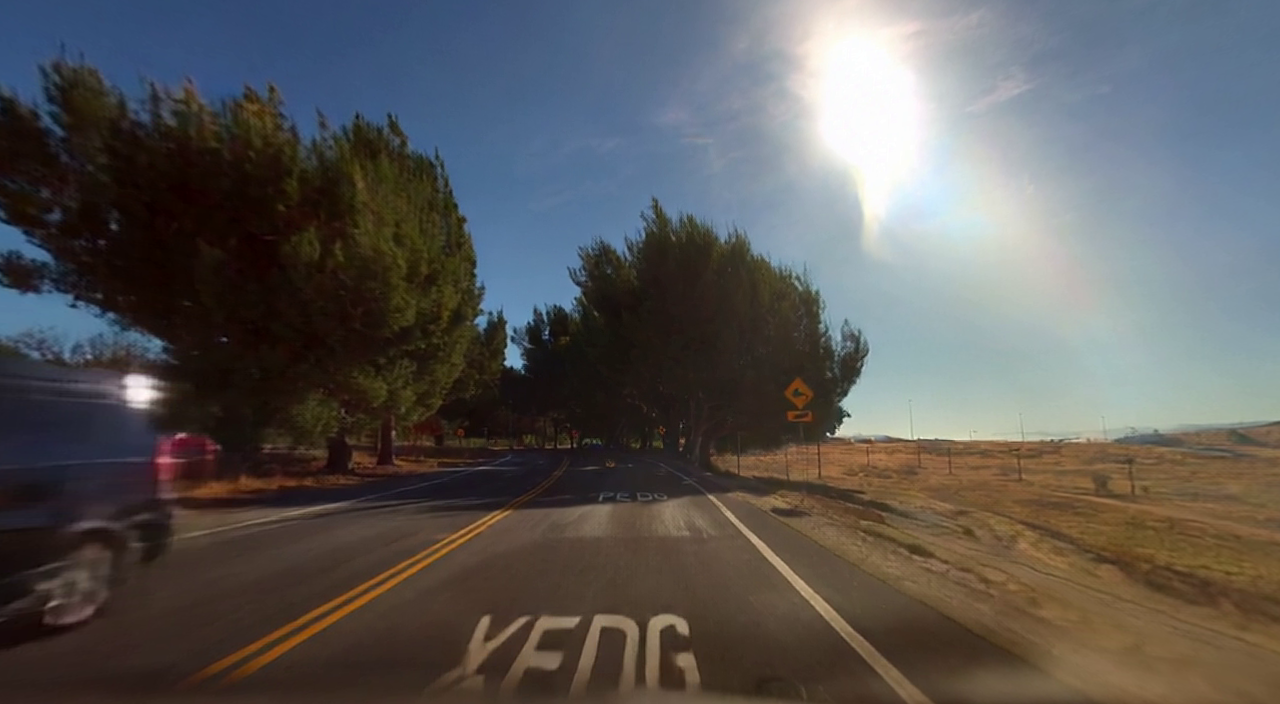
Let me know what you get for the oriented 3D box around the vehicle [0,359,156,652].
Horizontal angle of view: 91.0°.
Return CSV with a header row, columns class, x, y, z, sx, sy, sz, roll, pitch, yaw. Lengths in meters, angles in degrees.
class,x,y,z,sx,sy,sz,roll,pitch,yaw
vehicle,-5.332,0.764,2.453,2.394,1.900,5.863,0,-8,-2
